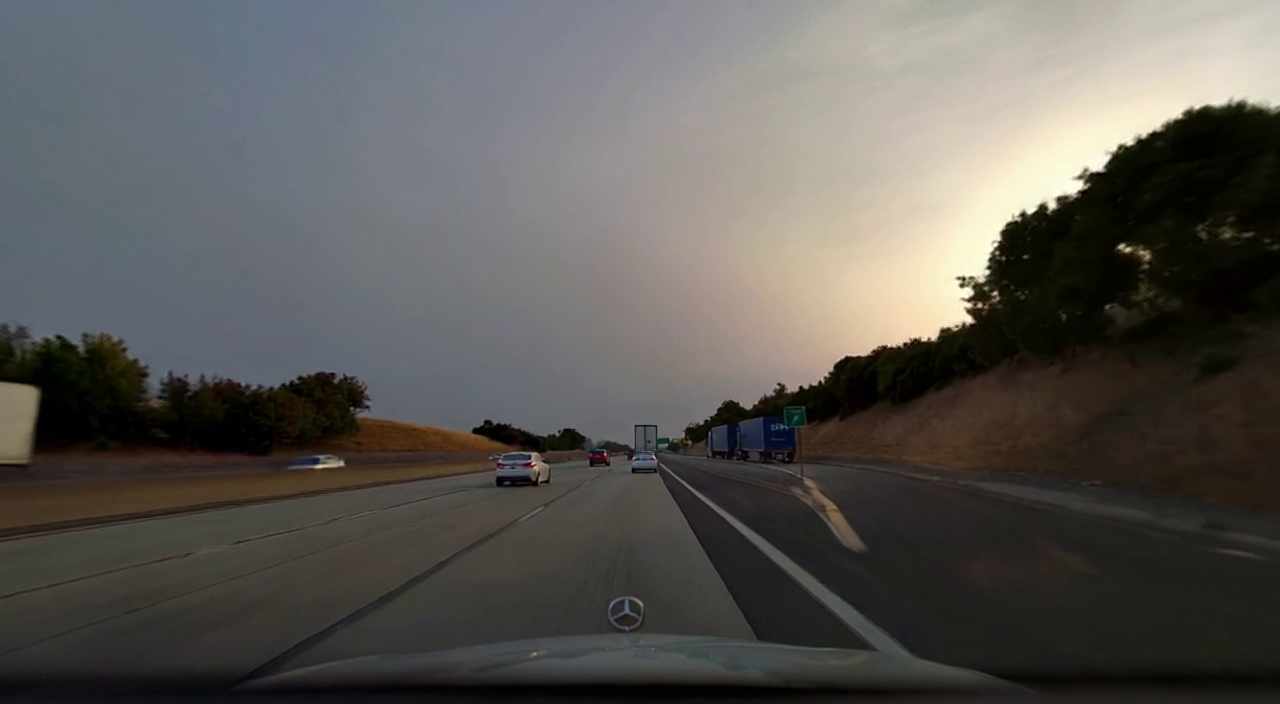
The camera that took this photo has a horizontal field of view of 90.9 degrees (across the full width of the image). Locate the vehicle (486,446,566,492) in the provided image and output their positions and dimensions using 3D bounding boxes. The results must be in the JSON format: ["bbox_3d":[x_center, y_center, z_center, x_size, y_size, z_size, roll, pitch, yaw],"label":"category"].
[{"bbox_3d":[-4.021,4.194,23.011,2.018,1.504,4.431,0,-9,1],"label":"vehicle"}]

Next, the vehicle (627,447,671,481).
[{"bbox_3d":[0.413,5.376,30.466,1.991,1.507,3.391,0,-9,0],"label":"vehicle"}]
